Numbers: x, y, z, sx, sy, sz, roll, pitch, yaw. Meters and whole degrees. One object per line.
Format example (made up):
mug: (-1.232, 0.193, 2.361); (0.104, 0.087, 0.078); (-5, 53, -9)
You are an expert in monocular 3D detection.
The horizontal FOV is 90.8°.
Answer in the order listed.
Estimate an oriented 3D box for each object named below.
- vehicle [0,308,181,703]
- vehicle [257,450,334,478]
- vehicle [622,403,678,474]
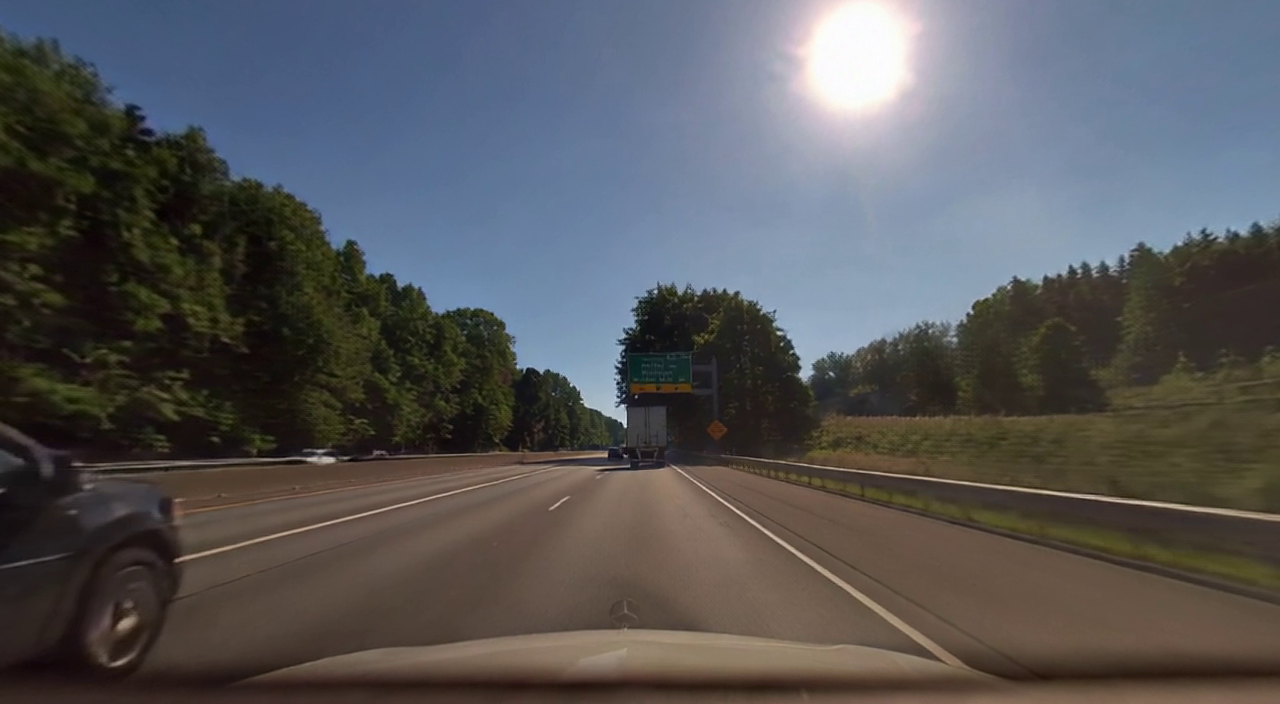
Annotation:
vehicle: (-3.795, 0.530, 0.967); (2.226, 1.933, 5.179); (0, -9, 0)
vehicle: (-19.659, 6.393, 36.242); (1.816, 1.476, 4.468); (0, -9, 1)
vehicle: (0.457, 5.608, 39.968); (2.976, 3.800, 12.335); (0, -9, -1)
